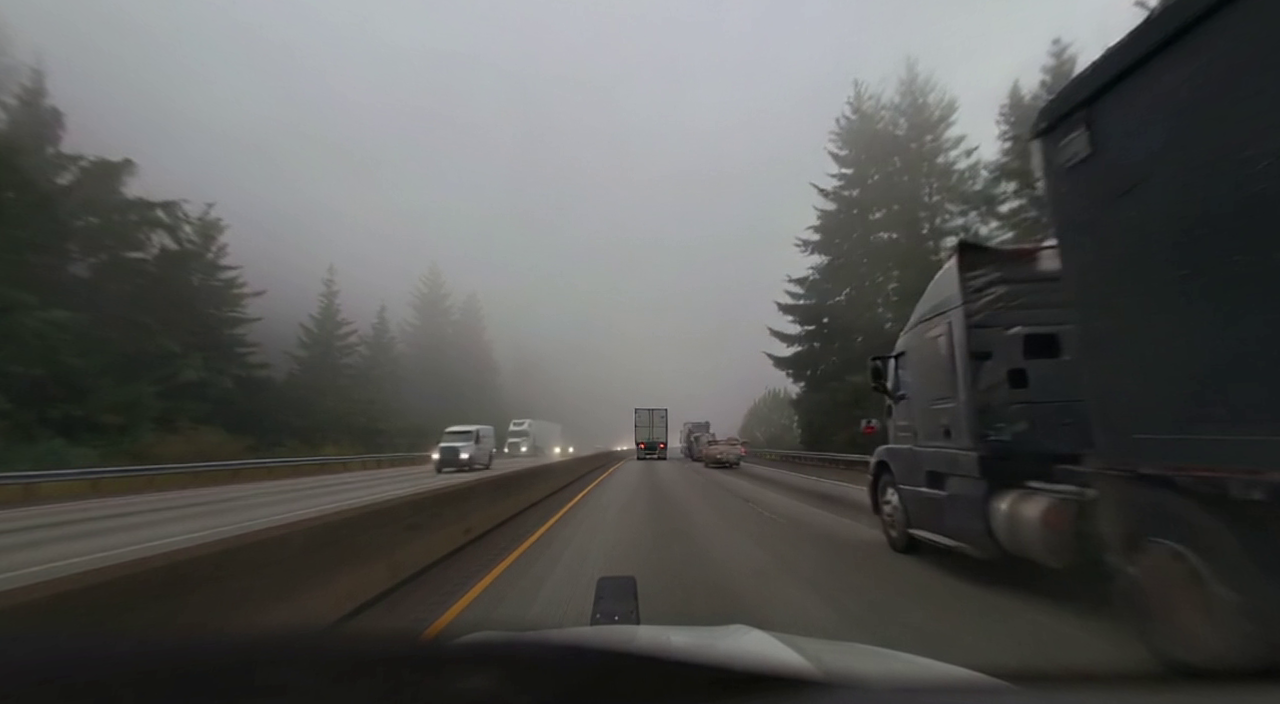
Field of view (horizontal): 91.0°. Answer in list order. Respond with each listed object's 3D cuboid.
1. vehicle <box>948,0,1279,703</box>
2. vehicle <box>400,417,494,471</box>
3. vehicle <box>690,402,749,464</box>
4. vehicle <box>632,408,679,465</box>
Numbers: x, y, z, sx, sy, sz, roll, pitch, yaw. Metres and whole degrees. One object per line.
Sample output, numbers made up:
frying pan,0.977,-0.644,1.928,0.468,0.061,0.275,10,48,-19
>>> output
vehicle,4.725,-0.198,3.277,3.012,3.936,5.848,0,-8,-1
vehicle,-8.634,4.213,28.981,2.193,2.189,6.439,-1,-8,1
vehicle,4.912,5.215,40.213,2.956,3.604,6.277,0,-8,1
vehicle,0.872,5.363,39.977,2.644,3.247,7.454,0,-8,0
